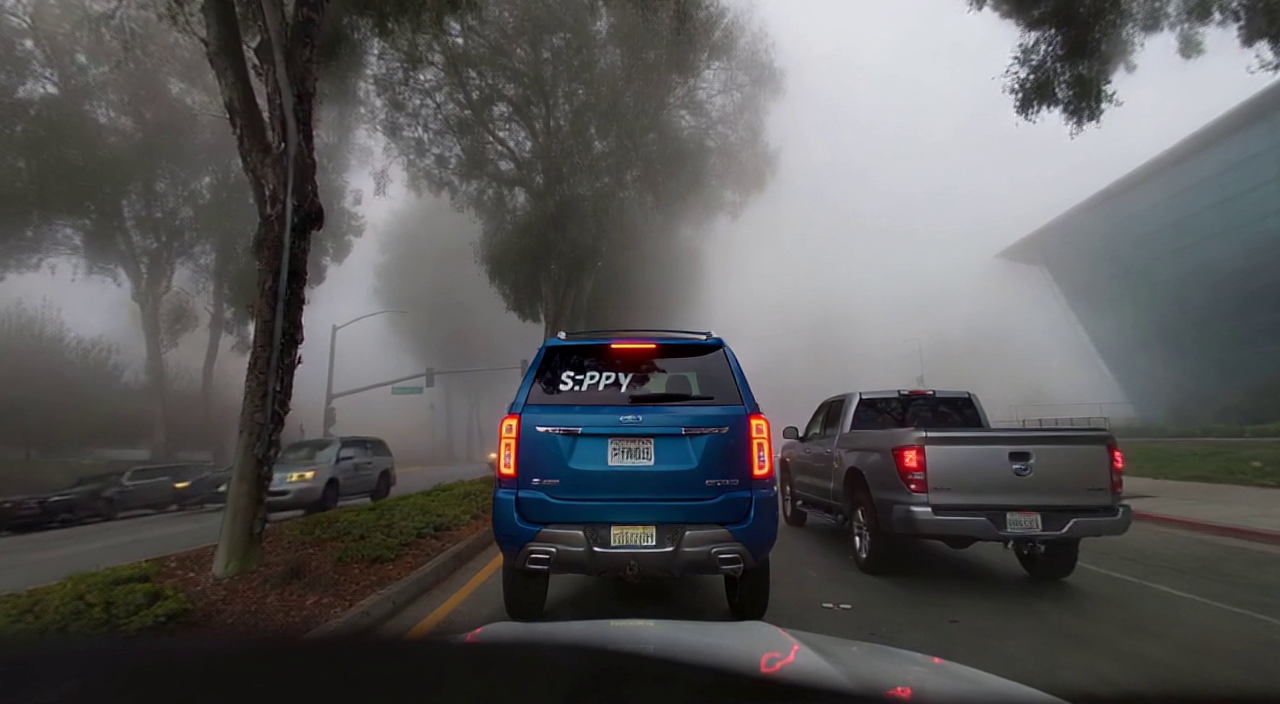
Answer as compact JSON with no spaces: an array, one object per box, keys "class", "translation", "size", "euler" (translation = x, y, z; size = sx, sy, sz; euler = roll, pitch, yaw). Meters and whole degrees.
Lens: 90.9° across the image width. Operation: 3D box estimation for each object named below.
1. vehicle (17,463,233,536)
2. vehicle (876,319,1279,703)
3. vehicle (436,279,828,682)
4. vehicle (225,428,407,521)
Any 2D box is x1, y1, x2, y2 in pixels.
[{"class":"vehicle","translation":[-16.006,4.556,20.210],"size":[2.214,1.815,5.613],"euler":[0,-8,-1]},{"class":"vehicle","translation":[3.080,0.983,3.461],"size":[2.022,1.700,4.410],"euler":[0,-8,3]},{"class":"vehicle","translation":[0.007,1.037,5.971],"size":[2.267,2.372,4.366],"euler":[0,-8,2]},{"class":"vehicle","translation":[-8.439,3.215,17.217],"size":[2.136,2.109,5.377],"euler":[0,-8,-1]}]
